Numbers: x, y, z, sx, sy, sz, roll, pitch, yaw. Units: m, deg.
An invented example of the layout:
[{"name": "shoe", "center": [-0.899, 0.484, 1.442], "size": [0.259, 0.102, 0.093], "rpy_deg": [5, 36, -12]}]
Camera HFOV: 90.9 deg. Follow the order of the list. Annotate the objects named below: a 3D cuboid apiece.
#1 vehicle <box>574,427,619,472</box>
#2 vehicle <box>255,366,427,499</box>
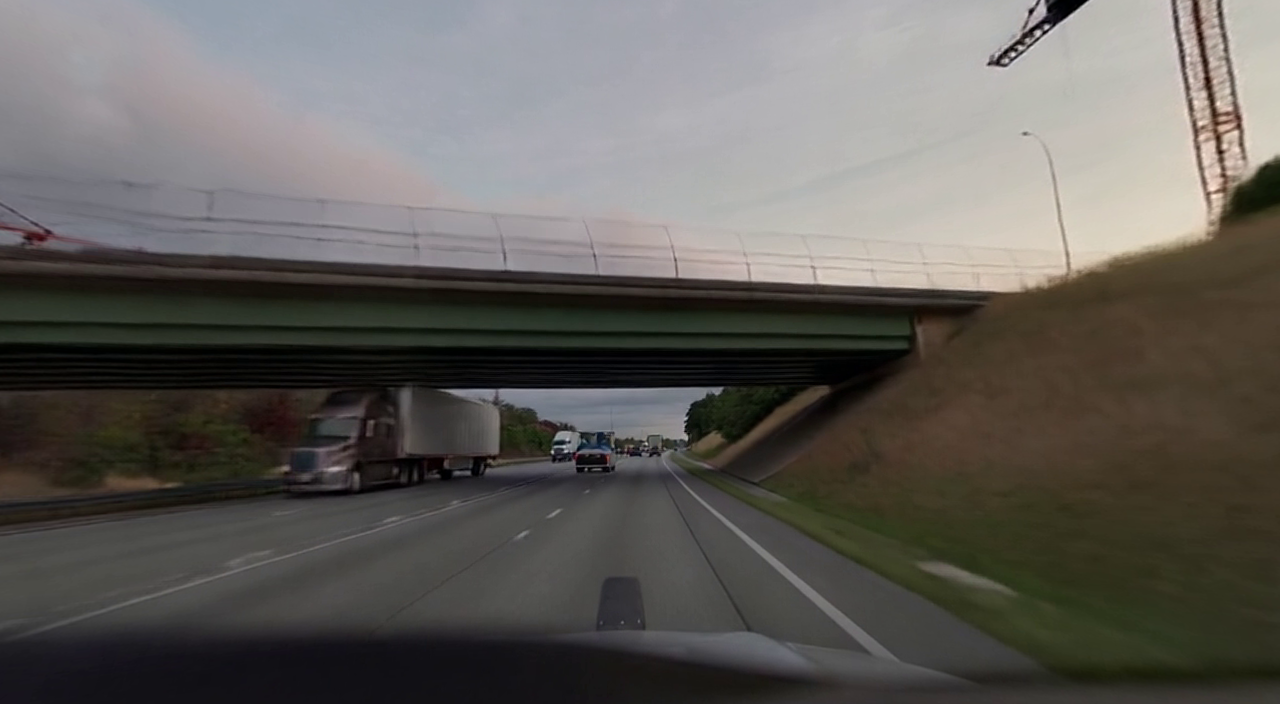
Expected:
[{"name": "vehicle", "center": [-2.872, 6.691, 43.225], "size": [2.565, 2.771, 6.641], "rpy_deg": [0, -9, 1]}, {"name": "vehicle", "center": [-10.006, 2.853, 21.976], "size": [2.918, 3.990, 5.826], "rpy_deg": [0, -9, 1]}]
